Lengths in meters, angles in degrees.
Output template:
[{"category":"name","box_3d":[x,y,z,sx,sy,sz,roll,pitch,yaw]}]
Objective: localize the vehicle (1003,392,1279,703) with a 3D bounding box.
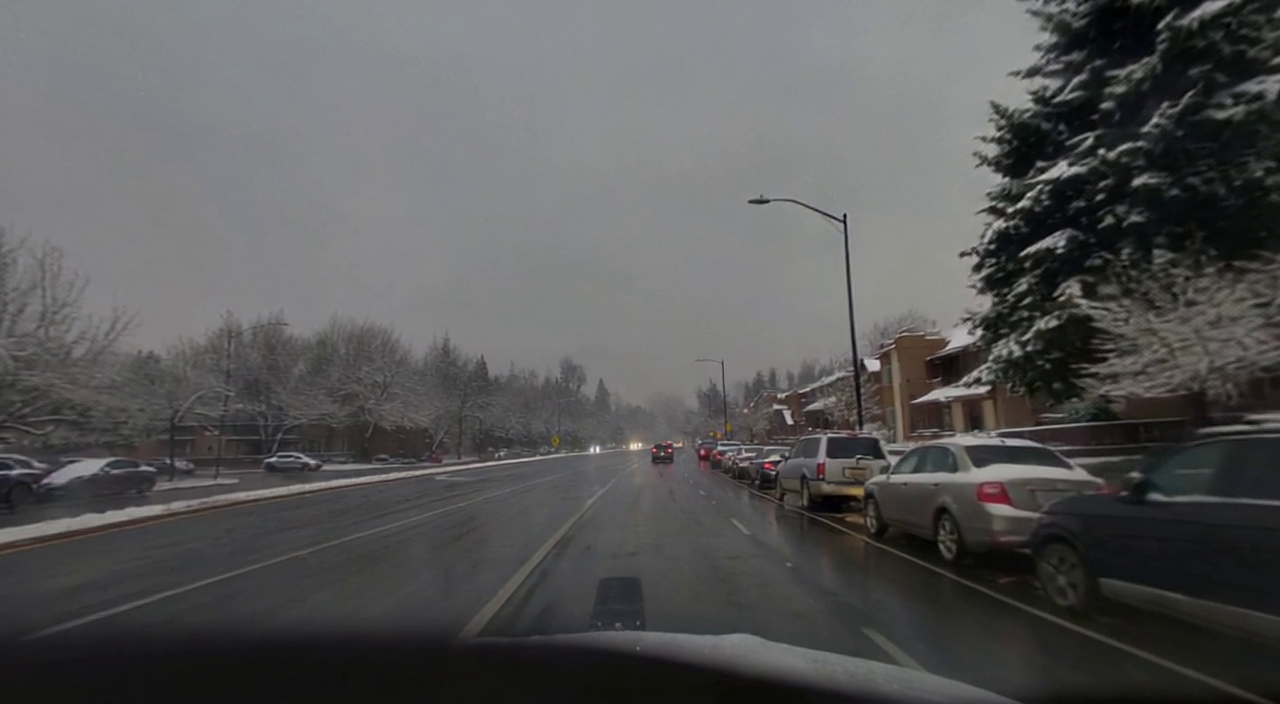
[{"category":"vehicle","box_3d":[4.427,1.112,3.837,2.011,1.649,4.001,0,-9,0]}]

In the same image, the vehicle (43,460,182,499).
[{"category":"vehicle","box_3d":[-23.086,5.572,27.884,1.909,1.451,4.757,-1,-9,2]}]

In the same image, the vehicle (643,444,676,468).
[{"category":"vehicle","box_3d":[1.290,6.727,40.953,2.011,1.480,4.170,-1,-9,2]}]
